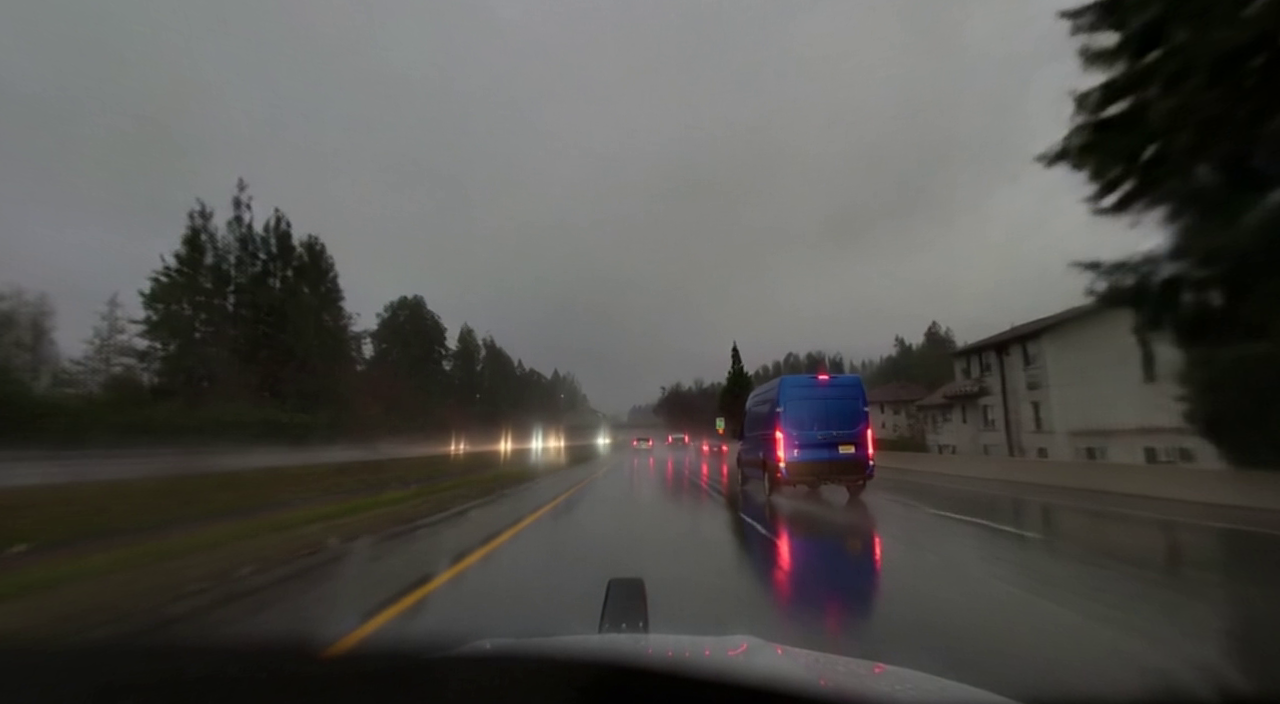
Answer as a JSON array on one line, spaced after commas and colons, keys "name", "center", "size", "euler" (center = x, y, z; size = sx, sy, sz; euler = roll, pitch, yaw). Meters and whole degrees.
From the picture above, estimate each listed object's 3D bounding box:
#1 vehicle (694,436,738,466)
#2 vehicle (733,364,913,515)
[{"name": "vehicle", "center": [4.402, 5.858, 37.298], "size": [2.034, 1.651, 4.342], "euler": [0, -8, 0]}, {"name": "vehicle", "center": [3.684, 1.982, 14.219], "size": [2.302, 2.670, 5.912], "euler": [0, -8, 1]}]
